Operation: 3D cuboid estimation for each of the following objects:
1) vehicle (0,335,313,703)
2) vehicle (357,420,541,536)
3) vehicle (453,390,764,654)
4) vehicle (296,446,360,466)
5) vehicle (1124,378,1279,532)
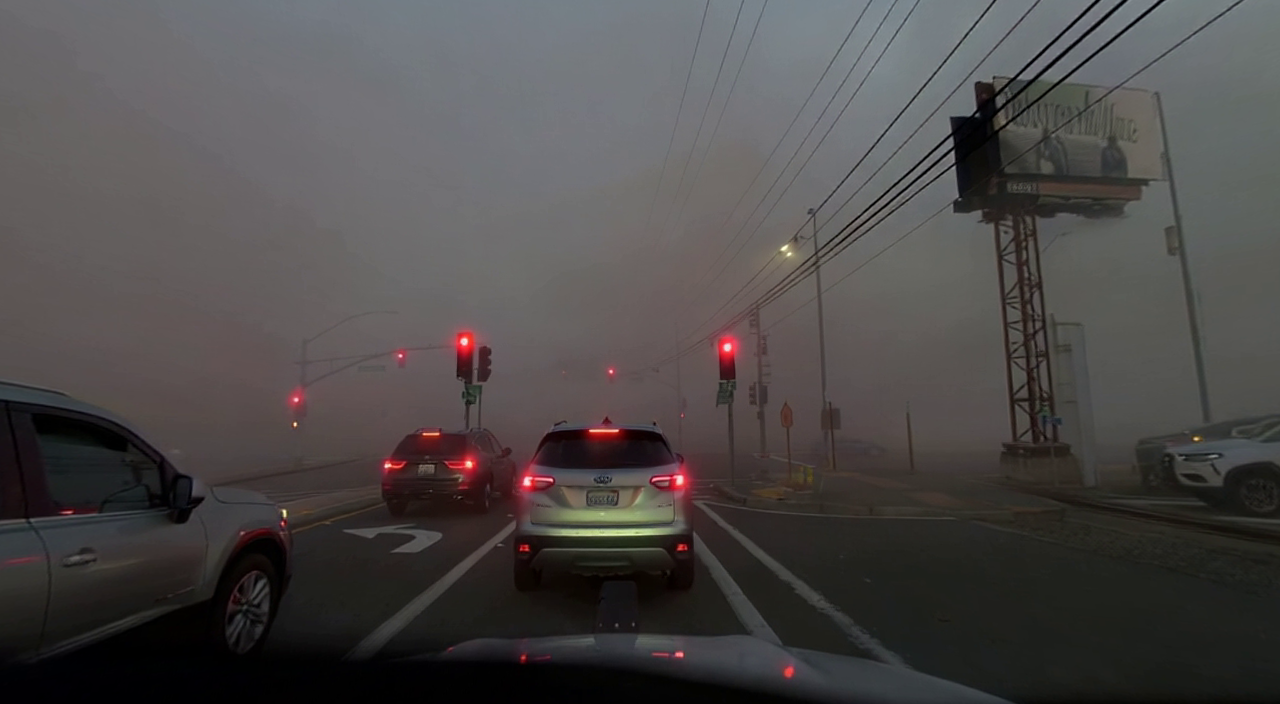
[{"bbox_3d":[-3.926,0.859,2.965,2.052,1.814,5.184,0,-9,-1],"label":"vehicle"},{"bbox_3d":[-3.154,2.181,11.491,1.988,1.678,4.317,0,-9,0],"label":"vehicle"},{"bbox_3d":[-0.215,1.386,6.043,2.025,1.723,3.644,0,-9,0],"label":"vehicle"},{"bbox_3d":[-24.221,8.062,49.064,4.357,1.444,1.842,-3,-9,19],"label":"vehicle"},{"bbox_3d":[9.591,1.313,8.176,5.060,1.702,2.033,1,-9,-4],"label":"vehicle"}]
